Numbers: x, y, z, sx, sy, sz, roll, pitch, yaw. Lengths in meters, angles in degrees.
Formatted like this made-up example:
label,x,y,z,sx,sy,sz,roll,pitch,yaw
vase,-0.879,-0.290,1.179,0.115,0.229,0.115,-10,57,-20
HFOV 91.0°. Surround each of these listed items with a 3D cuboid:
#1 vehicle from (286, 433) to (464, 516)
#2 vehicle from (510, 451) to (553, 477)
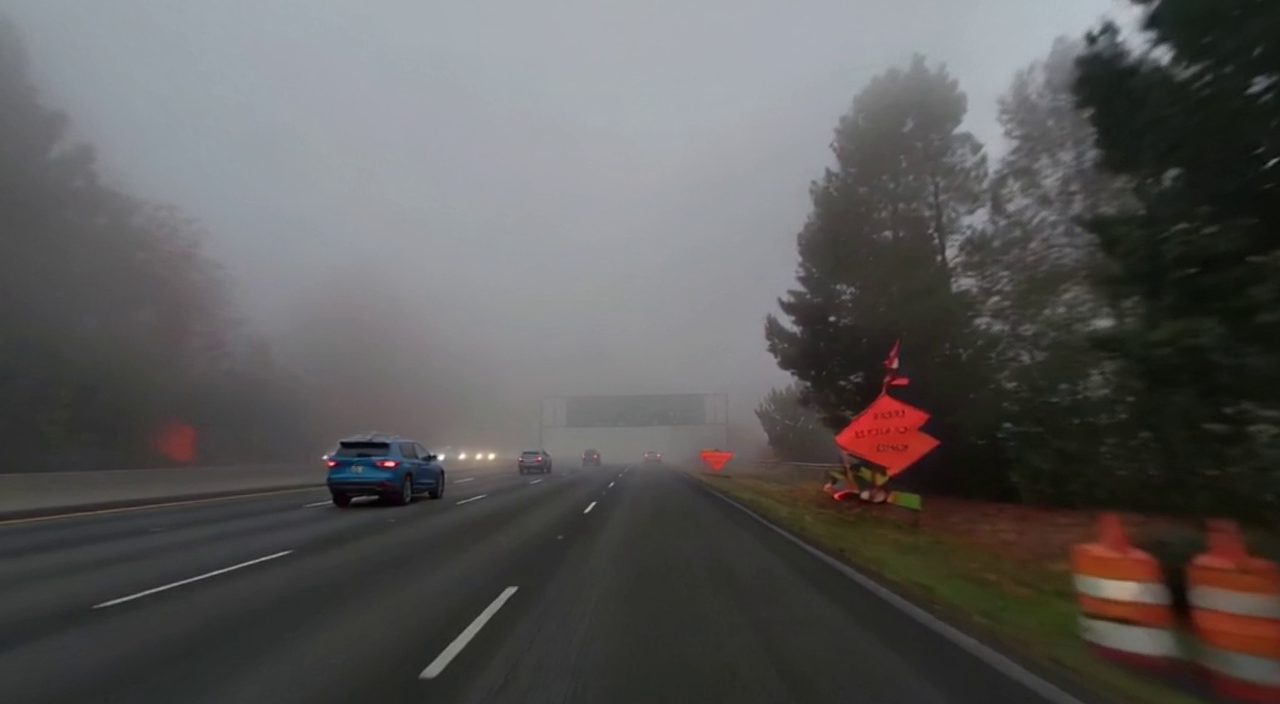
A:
label,x,y,z,sx,sy,sz,roll,pitch,yaw
vehicle,-6.276,2.954,15.708,2.402,1.733,4.512,0,-9,1
vehicle,-6.699,6.981,39.415,1.895,1.506,4.245,0,-9,1
